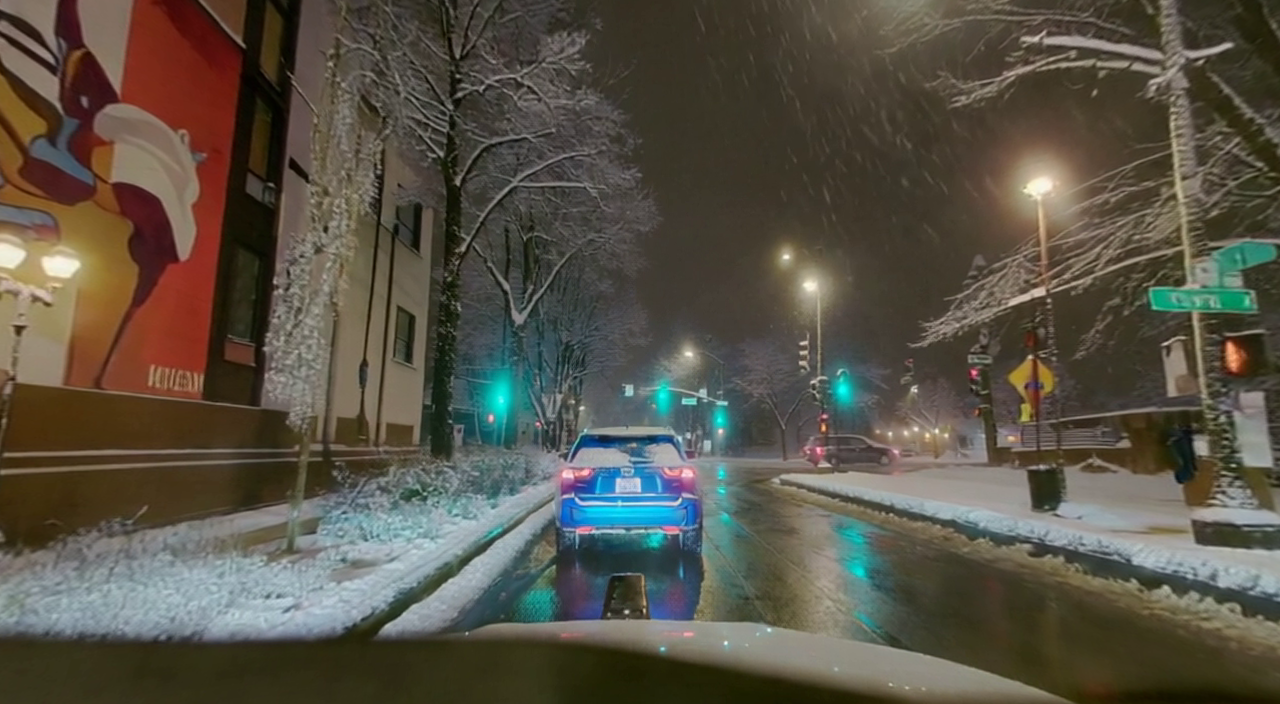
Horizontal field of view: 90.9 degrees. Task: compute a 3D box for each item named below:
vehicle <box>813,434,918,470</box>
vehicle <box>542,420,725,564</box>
[{"bbox_3d":[13.662,6.030,38.311,5.513,2.063,2.448,2,-9,-15],"label":"vehicle"},{"bbox_3d":[-0.078,1.884,9.192,2.079,1.621,3.861,0,-8,0],"label":"vehicle"}]
